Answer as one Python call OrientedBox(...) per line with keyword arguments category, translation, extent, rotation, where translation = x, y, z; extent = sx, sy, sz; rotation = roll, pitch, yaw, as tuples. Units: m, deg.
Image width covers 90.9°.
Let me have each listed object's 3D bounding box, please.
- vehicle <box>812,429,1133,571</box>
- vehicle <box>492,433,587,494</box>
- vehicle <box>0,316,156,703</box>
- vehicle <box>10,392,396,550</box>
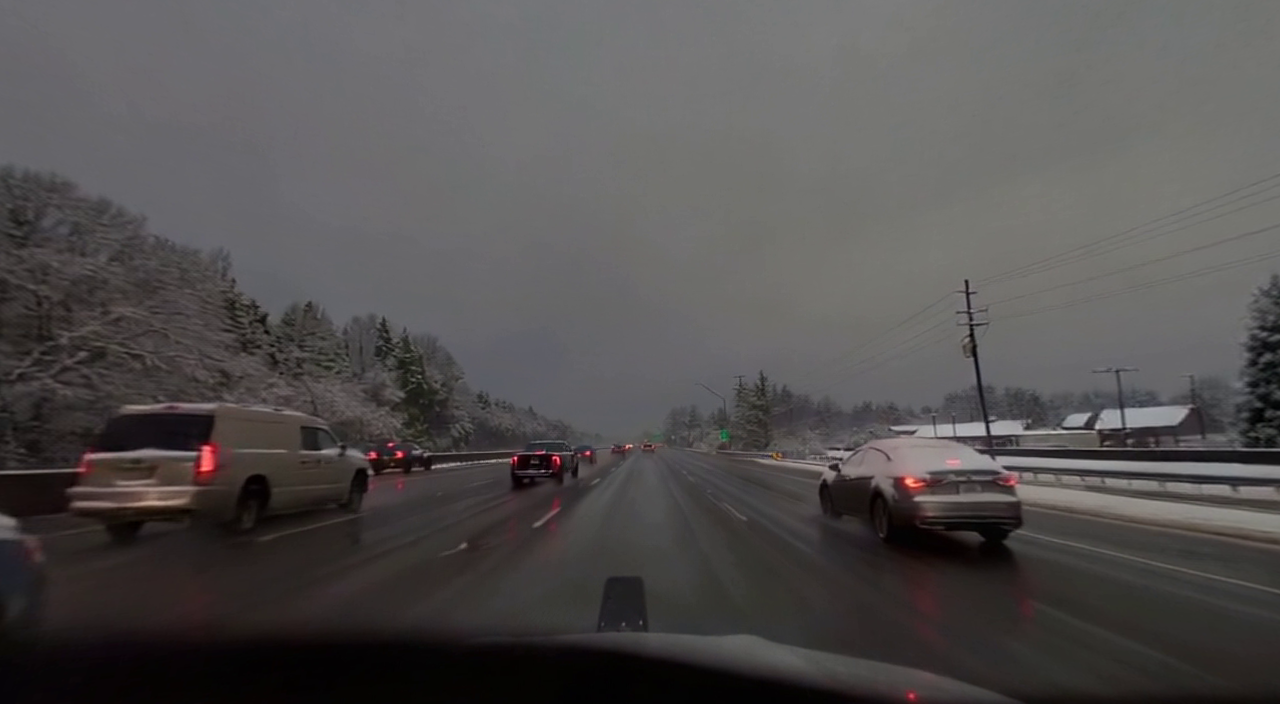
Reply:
OrientedBox(category="vehicle", translation=(4.144, 1.901, 9.014), extent=(2.022, 1.472, 4.678), rotation=(0, -8, 0))
OrientedBox(category="vehicle", translation=(-2.991, 3.447, 19.896), extent=(2.133, 1.668, 4.505), rotation=(0, -8, 2))
OrientedBox(category="vehicle", translation=(-3.402, 0.531, 0.643), extent=(2.133, 1.775, 4.530), rotation=(0, -8, 1))
OrientedBox(category="vehicle", translation=(-6.827, 1.973, 11.146), extent=(2.658, 2.048, 5.689), rotation=(0, -8, 1))
